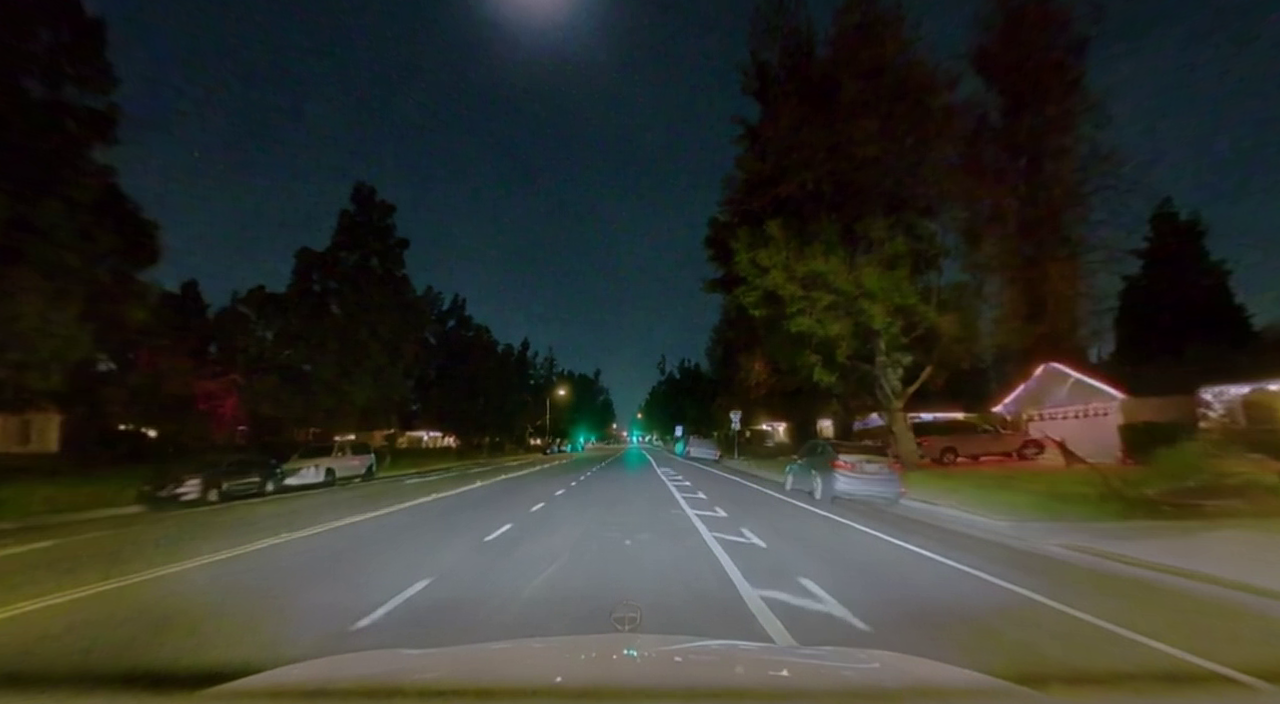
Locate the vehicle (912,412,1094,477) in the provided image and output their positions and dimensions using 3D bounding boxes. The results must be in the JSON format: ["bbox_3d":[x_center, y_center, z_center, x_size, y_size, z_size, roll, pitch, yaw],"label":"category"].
[{"bbox_3d":[12.323,3.159,21.730,4.825,1.675,2.184,-5,-7,-2],"label":"vehicle"}]

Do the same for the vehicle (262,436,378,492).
[{"bbox_3d":[-12.619,4.406,25.339,2.075,1.917,4.984,-2,-8,0],"label":"vehicle"}]

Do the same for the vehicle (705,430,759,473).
[{"bbox_3d":[4.395,4.797,31.003,2.074,1.838,5.402,1,-7,3],"label":"vehicle"}]

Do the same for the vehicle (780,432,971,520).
[{"bbox_3d":[4.666,2.499,13.542,2.035,1.498,4.910,0,-8,-2],"label":"vehicle"}]

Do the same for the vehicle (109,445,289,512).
[{"bbox_3d":[-12.581,3.645,18.513,1.925,1.498,4.850,-5,-10,-2],"label":"vehicle"}]
